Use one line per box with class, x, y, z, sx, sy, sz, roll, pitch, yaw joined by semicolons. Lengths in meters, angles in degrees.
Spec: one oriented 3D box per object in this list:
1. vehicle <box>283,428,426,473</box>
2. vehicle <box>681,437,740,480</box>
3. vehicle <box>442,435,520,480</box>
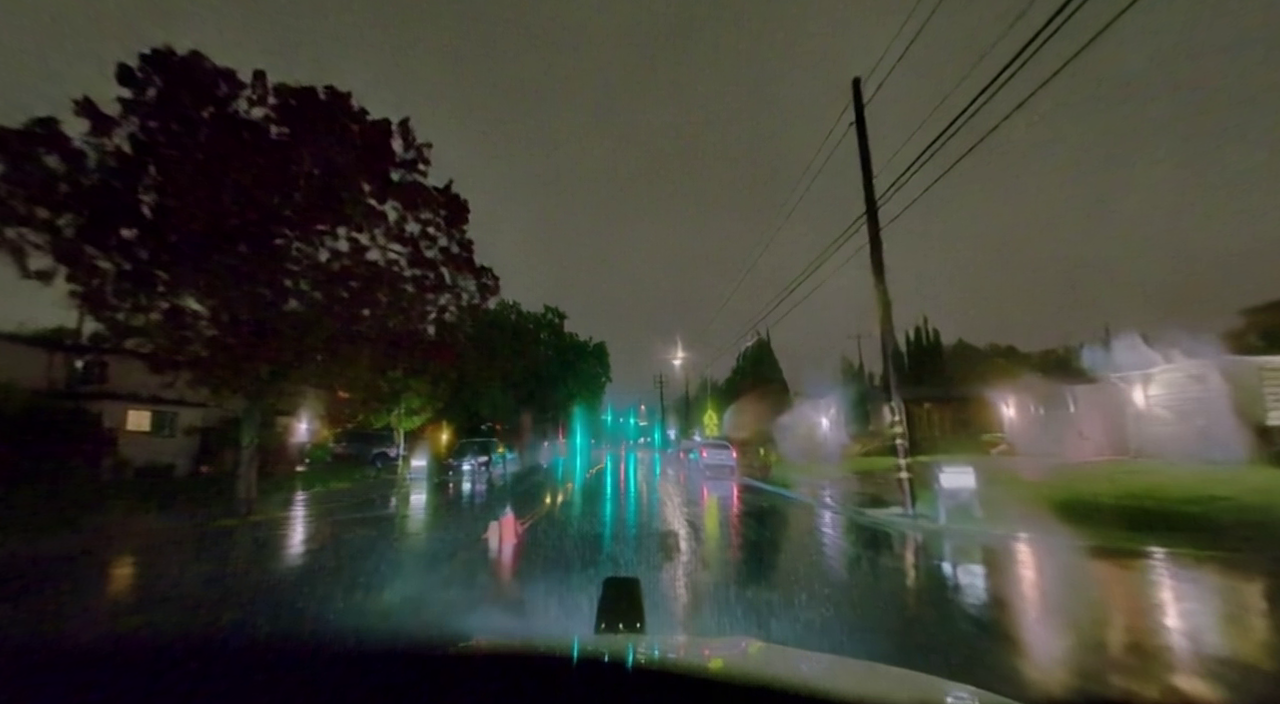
vehicle;-15.450;5.378;34.557;6.526;2.046;2.522;3;-8;-2
vehicle;2.956;4.551;27.233;1.896;1.602;4.571;3;-8;-1
vehicle;-7.353;4.983;29.852;2.266;1.877;5.167;-1;-9;1
